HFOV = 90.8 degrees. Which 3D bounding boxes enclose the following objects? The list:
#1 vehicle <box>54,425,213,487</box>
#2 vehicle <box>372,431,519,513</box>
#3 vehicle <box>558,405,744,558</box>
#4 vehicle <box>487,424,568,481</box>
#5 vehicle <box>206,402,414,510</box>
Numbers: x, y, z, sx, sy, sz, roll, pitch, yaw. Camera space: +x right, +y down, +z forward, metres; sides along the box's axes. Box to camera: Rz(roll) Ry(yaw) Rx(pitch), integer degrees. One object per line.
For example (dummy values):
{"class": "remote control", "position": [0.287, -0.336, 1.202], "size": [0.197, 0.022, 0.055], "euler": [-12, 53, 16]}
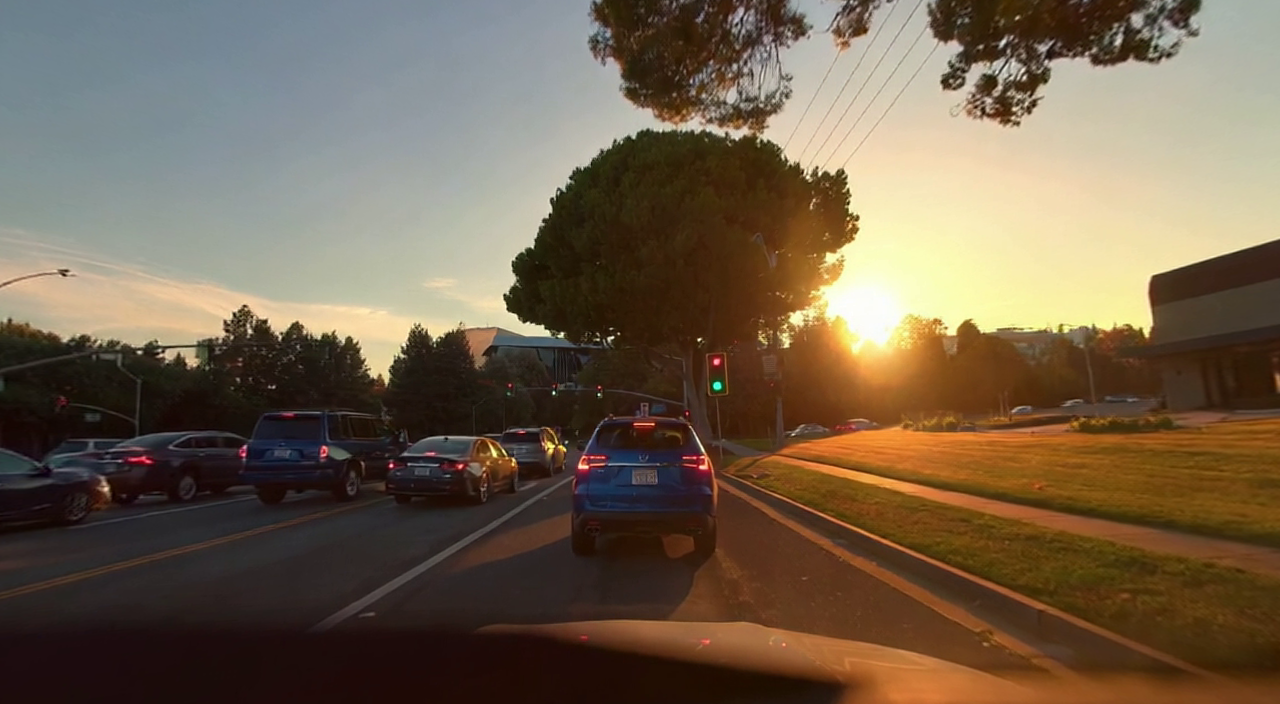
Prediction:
{"class": "vehicle", "position": [-17.674, 3.655, 22.395], "size": [2.136, 1.976, 4.342], "euler": [0, -9, -3]}
{"class": "vehicle", "position": [-4.080, 2.587, 14.083], "size": [1.942, 1.523, 4.212], "euler": [0, -9, 0]}
{"class": "vehicle", "position": [0.101, 1.760, 9.206], "size": [2.055, 1.681, 4.270], "euler": [0, -9, -1]}
{"class": "vehicle", "position": [-3.918, 3.611, 22.780], "size": [2.043, 1.813, 4.549], "euler": [0, -9, 0]}
{"class": "vehicle", "position": [-7.387, 2.429, 15.013], "size": [2.195, 2.093, 5.185], "euler": [0, -9, -1]}
